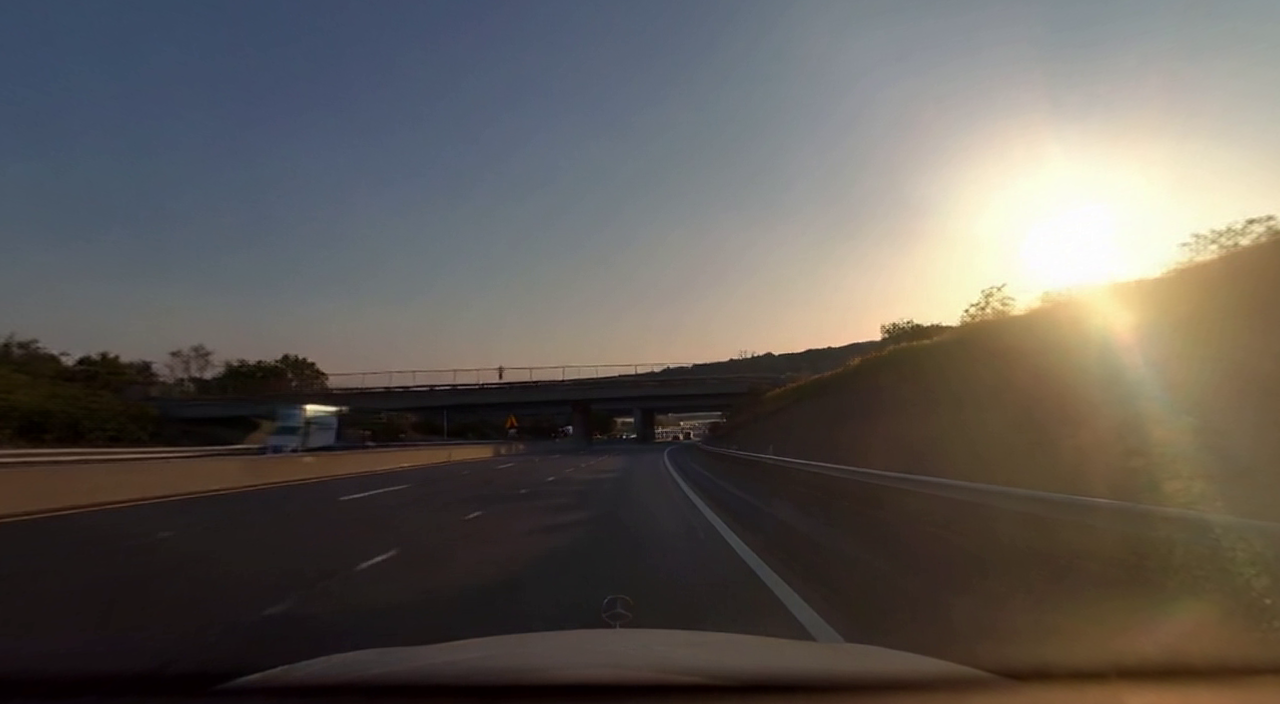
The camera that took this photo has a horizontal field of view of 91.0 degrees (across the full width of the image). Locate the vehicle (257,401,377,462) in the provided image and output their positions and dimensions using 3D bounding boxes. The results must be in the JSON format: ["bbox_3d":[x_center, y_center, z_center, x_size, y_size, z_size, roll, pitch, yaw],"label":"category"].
[{"bbox_3d":[-23.667,6.019,47.056,2.998,4.042,10.325,-1,-8,3],"label":"vehicle"}]

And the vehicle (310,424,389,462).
[{"bbox_3d":[-19.543,6.181,42.738,2.346,2.389,5.841,0,-8,2],"label":"vehicle"}]
